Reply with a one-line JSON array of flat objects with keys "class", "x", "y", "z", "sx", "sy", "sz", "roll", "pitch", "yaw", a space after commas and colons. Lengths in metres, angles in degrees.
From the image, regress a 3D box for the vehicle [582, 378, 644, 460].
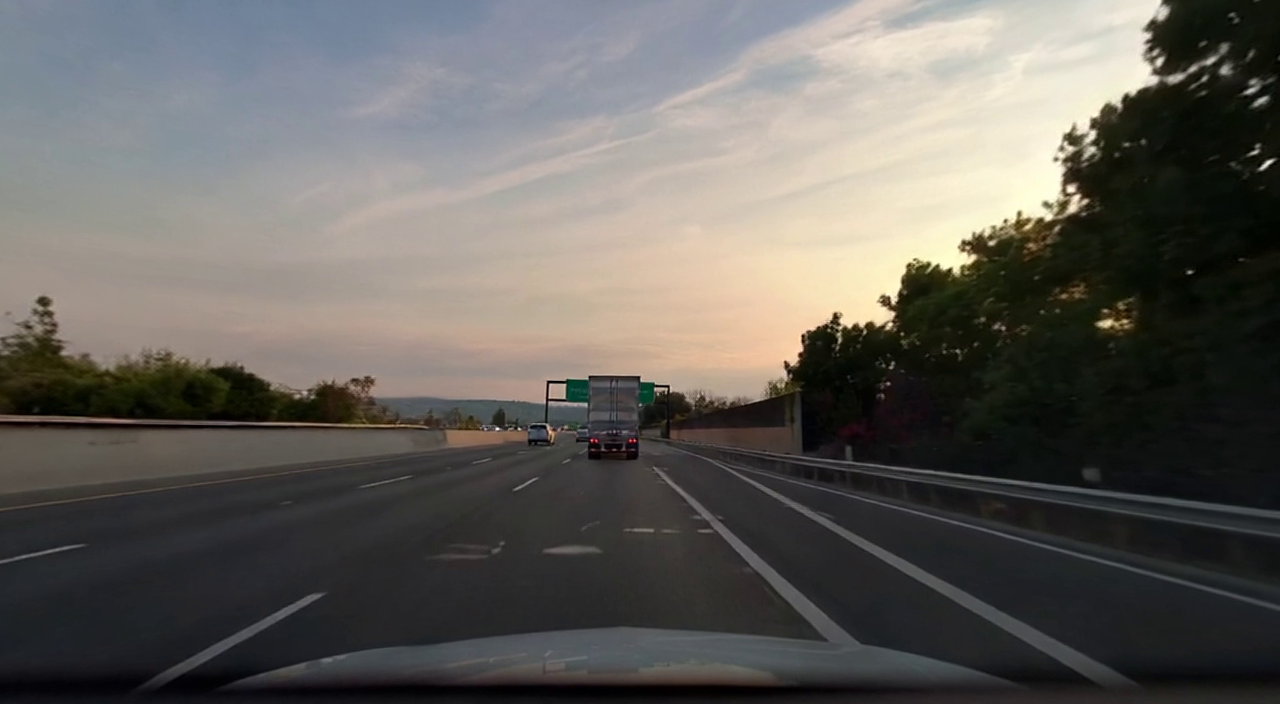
[{"class": "vehicle", "x": -1.610, "y": 4.096, "z": 37.006, "sx": 3.002, "sy": 3.987, "sz": 12.477, "roll": 0, "pitch": -8, "yaw": -3}]
